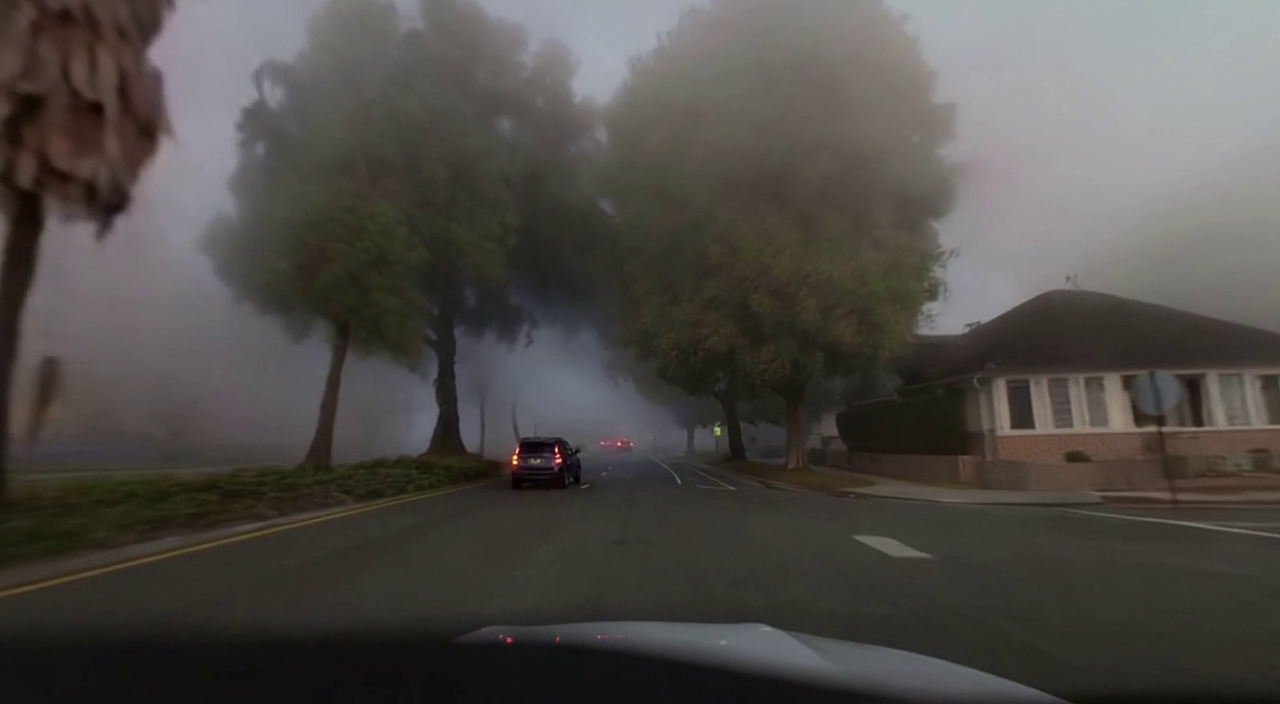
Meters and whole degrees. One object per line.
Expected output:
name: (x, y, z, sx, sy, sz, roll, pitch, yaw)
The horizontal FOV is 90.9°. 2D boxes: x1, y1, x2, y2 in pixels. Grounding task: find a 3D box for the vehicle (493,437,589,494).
vehicle: (-2.858, 3.410, 19.402, 2.075, 1.498, 4.730, 0, -8, 2)
